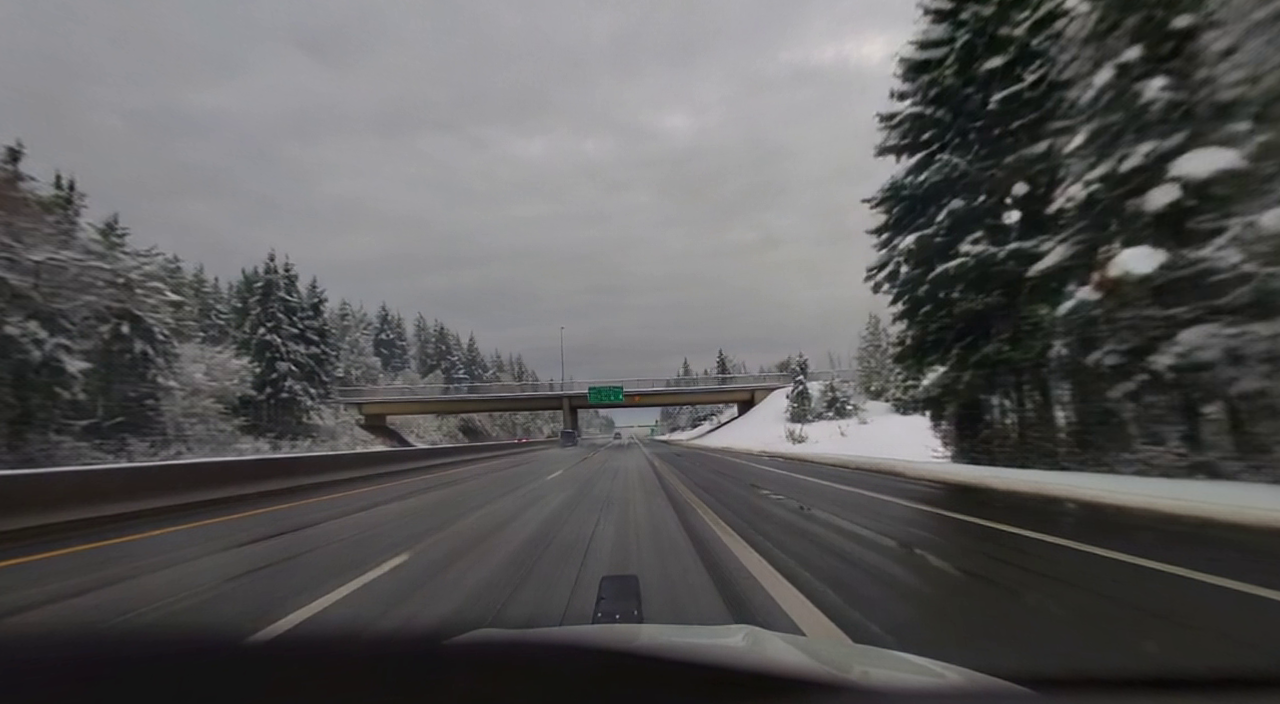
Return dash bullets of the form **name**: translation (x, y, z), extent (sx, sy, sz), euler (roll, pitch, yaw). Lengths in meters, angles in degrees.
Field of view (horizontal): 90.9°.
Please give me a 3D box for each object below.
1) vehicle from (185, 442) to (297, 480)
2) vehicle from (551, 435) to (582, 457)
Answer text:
- **vehicle**: translation (-17.308, 4.716, 27.618), extent (1.913, 1.480, 4.586), euler (0, -8, 0)
- **vehicle**: translation (-5.294, 6.783, 45.654), extent (1.871, 1.489, 4.093), euler (0, -8, -1)
